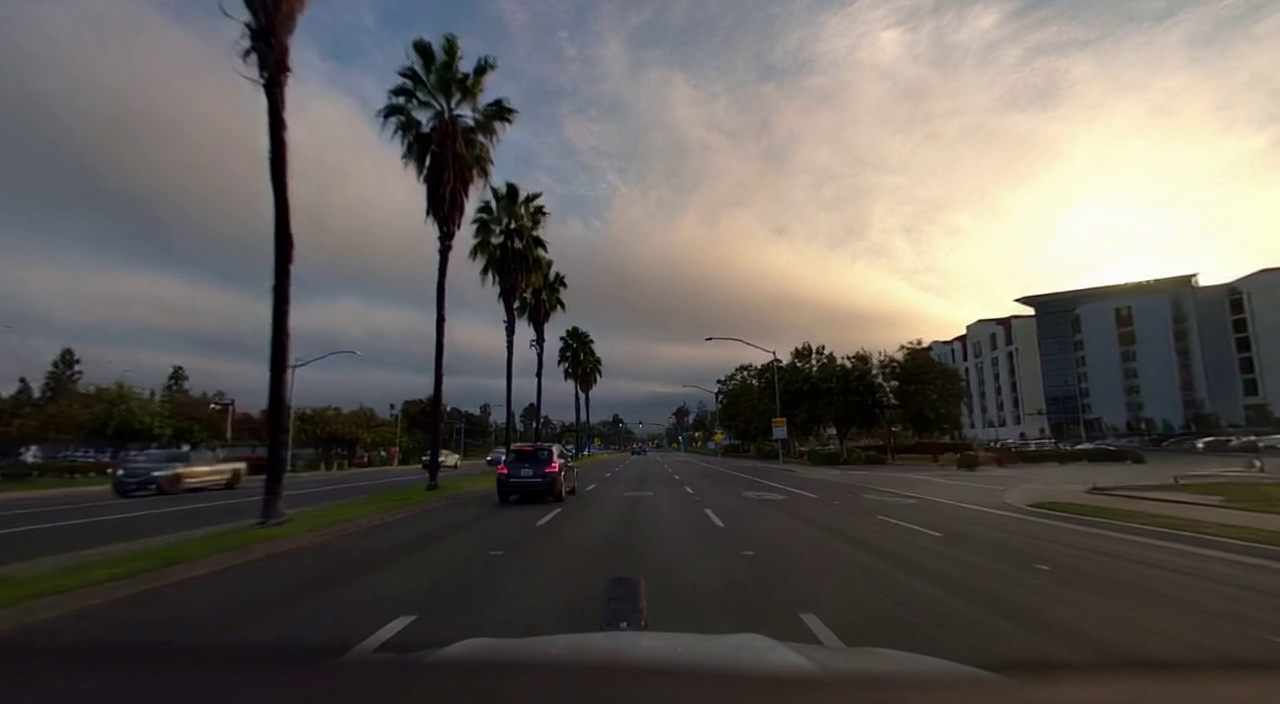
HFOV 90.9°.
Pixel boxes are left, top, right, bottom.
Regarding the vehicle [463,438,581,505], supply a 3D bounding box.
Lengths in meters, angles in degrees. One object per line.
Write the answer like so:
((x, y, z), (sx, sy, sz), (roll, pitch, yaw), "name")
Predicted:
((-2.963, 3.121, 17.041), (2.162, 1.549, 4.795), (0, -8, 1), "vehicle")

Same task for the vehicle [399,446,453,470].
((-14.626, 7.247, 43.398), (1.948, 1.491, 4.723), (0, -8, 1), "vehicle")

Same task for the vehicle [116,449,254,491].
((-18.208, 4.708, 25.584), (1.993, 1.466, 4.731), (0, -8, 1), "vehicle")
